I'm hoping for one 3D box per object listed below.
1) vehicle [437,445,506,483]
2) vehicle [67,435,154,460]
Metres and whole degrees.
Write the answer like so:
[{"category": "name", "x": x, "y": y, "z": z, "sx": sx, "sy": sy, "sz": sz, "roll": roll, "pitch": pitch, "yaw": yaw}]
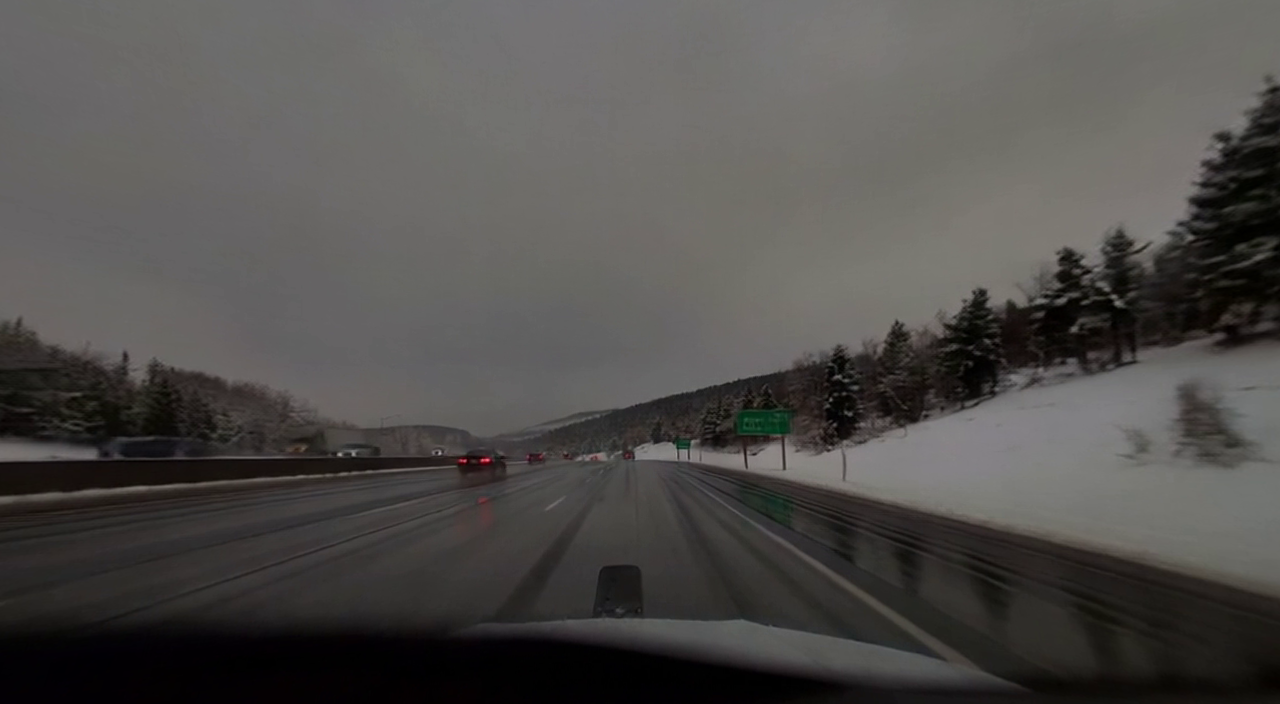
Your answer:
[{"category": "vehicle", "x": -7.709, "y": 5.172, "z": 29.299, "sx": 2.045, "sy": 1.624, "sz": 4.338, "roll": 0, "pitch": -9, "yaw": -1}, {"category": "vehicle", "x": -33.668, "y": 6.108, "z": 40.224, "sx": 1.878, "sy": 1.518, "sz": 4.427, "roll": 1, "pitch": -9, "yaw": -3}]
